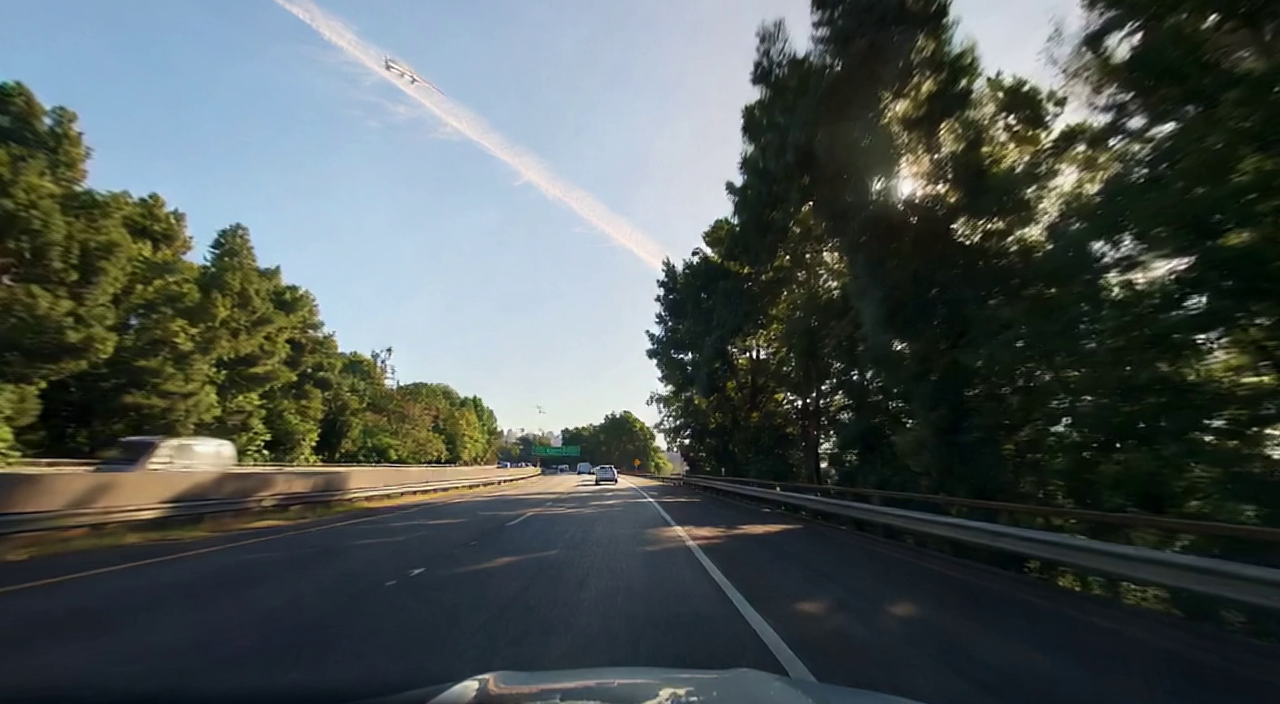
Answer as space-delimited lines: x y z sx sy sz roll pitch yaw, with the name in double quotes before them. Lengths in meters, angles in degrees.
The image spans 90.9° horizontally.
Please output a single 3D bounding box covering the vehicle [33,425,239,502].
"vehicle" -17.633 4.024 22.660 2.487 2.367 5.817 1 -11 0
